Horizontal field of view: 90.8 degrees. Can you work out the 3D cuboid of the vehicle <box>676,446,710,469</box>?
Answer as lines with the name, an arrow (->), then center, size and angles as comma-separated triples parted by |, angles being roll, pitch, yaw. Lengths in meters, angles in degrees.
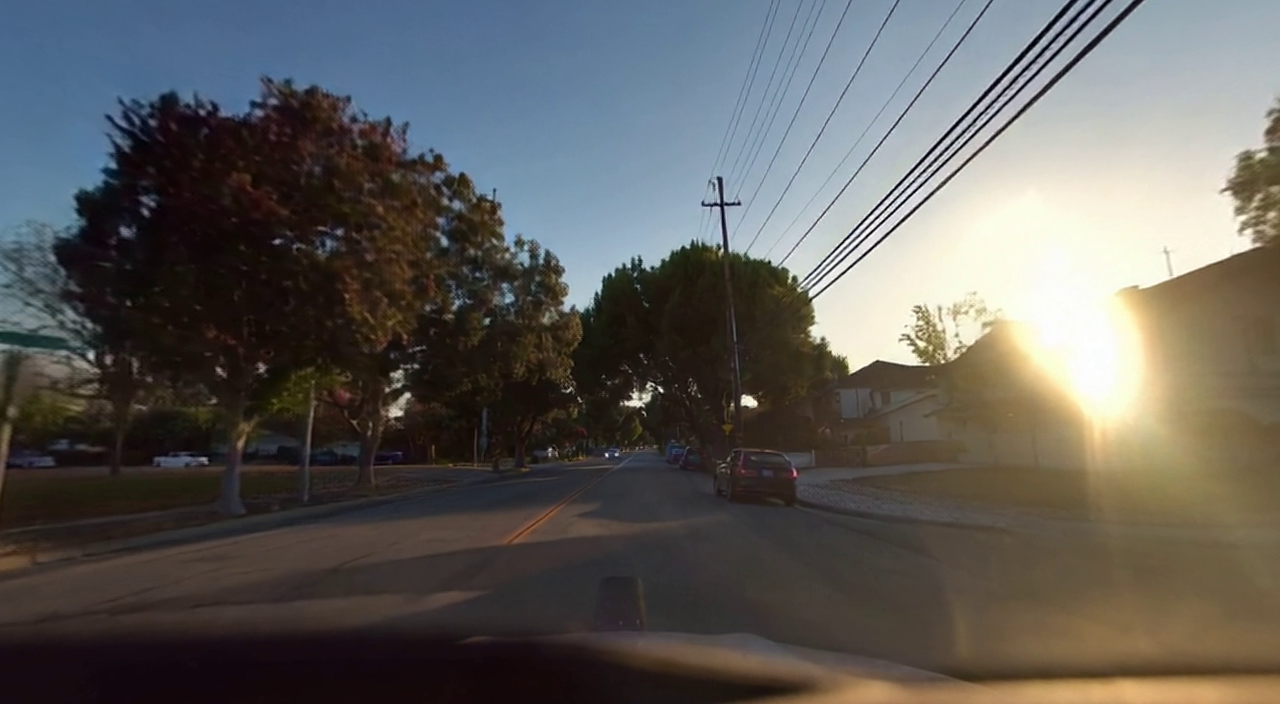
vehicle -> 3.600, 7.310, 43.889 | 1.915, 1.491, 4.642 | 0, -8, 0

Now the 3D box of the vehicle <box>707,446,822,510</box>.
vehicle -> 3.101, 3.235, 16.829 | 1.990, 1.435, 4.526 | 0, -8, -2
